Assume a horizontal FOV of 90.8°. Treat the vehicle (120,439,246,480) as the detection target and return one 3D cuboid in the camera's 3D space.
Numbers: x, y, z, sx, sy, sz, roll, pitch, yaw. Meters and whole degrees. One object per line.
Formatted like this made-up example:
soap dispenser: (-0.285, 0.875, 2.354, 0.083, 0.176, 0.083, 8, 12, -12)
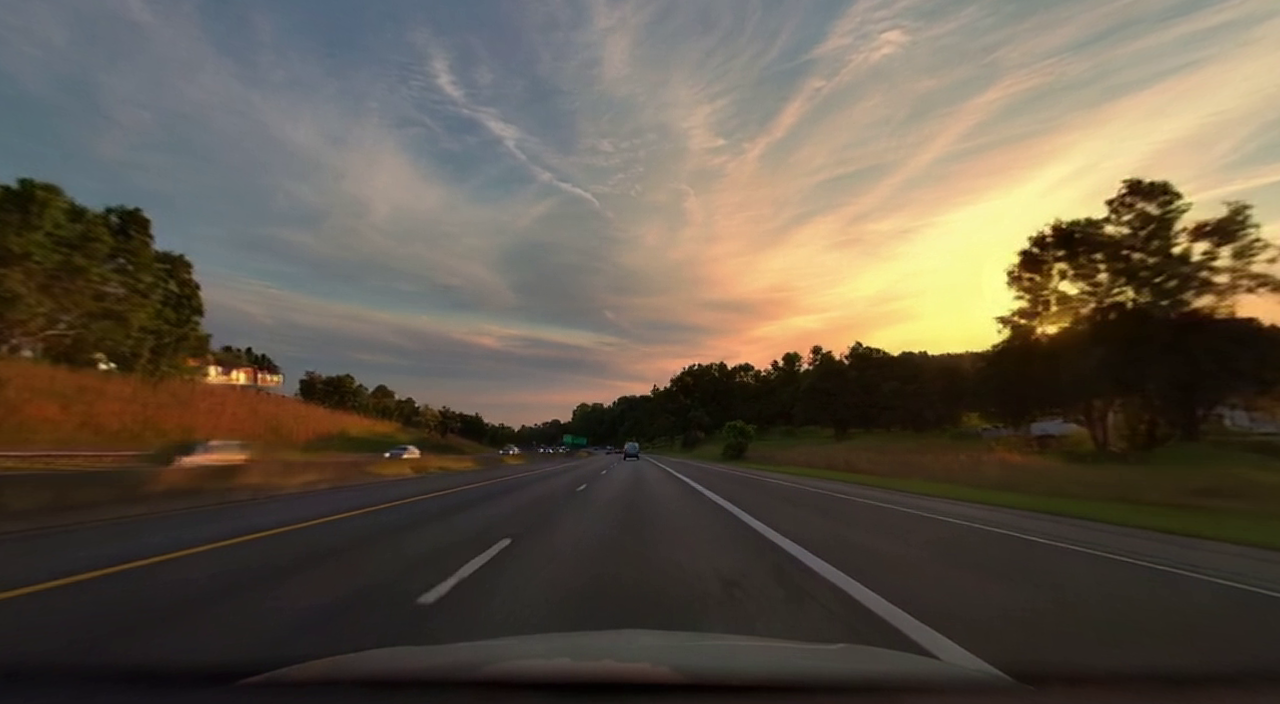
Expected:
vehicle: (-19.217, 4.536, 26.840, 1.914, 1.558, 4.671, 0, -9, -1)
